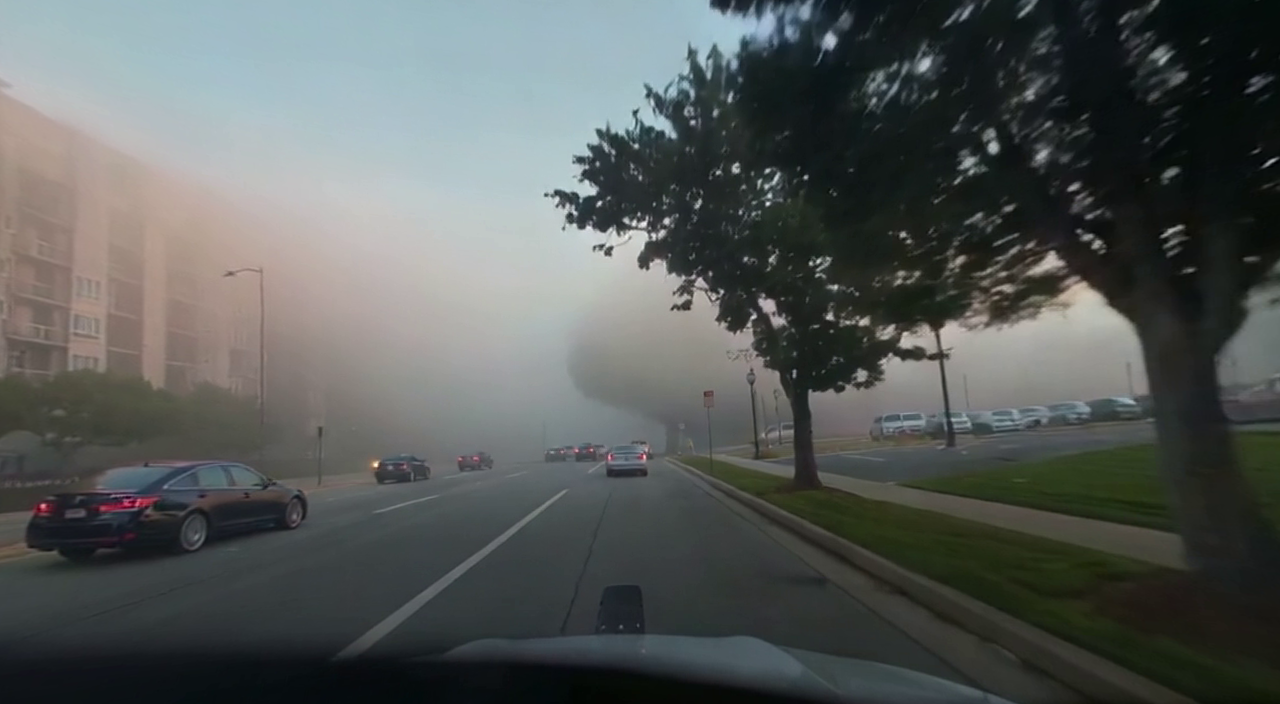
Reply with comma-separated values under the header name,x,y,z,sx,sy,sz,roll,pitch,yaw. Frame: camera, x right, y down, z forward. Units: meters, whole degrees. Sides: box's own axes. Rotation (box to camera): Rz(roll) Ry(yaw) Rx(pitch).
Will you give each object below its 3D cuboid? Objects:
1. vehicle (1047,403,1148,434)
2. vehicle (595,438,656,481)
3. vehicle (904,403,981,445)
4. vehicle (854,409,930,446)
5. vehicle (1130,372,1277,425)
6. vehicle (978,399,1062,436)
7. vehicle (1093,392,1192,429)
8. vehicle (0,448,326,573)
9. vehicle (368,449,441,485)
name,x,y,z,sx,sy,sz,roll,pitch,yaw
vehicle,28.982,4.203,40.127,4.753,1.730,1.882,-3,-3,10
vehicle,-0.573,4.016,23.896,2.099,1.469,4.389,1,-8,-2
vehicle,18.230,4.424,38.349,2.002,2.015,4.254,-8,-8,-6
vehicle,15.447,4.774,39.126,2.395,2.028,5.135,1,-9,-2
vehicle,34.726,3.019,39.364,2.608,2.389,6.582,-9,-8,-3
vehicle,23.638,4.143,39.499,2.118,1.724,4.361,-8,-8,-5
vehicle,31.771,3.796,40.203,2.074,1.749,4.957,0,-13,-1
vehicle,-7.016,2.234,9.834,1.906,1.449,4.576,0,-8,0
vehicle,-10.849,5.308,29.452,2.024,1.484,4.592,1,-9,-5
